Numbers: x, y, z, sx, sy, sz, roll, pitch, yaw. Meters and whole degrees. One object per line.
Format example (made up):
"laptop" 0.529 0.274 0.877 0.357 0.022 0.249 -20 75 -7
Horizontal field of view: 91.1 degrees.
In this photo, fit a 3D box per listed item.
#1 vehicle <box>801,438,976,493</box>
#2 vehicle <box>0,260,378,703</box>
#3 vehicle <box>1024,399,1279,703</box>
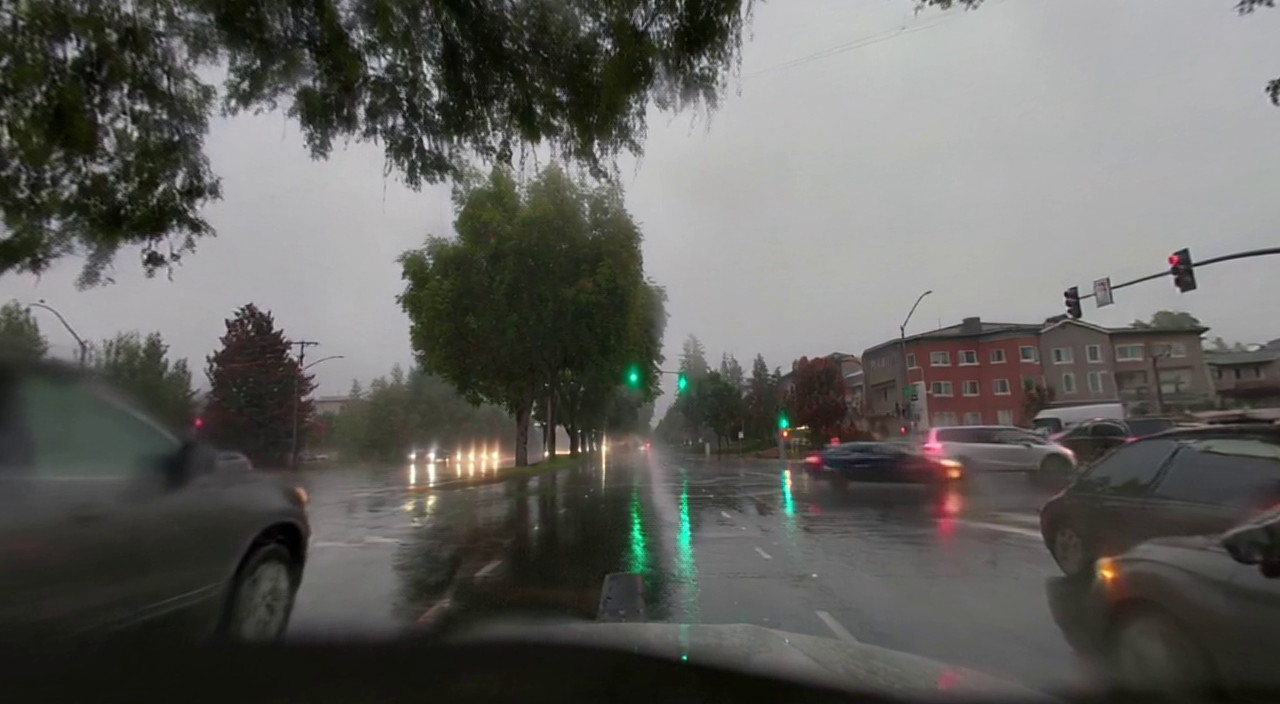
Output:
"vehicle" 6.519 2.970 16.753 4.050 1.304 1.921 -3 -9 21
"vehicle" -3.252 0.714 2.519 2.231 1.898 4.985 0 -8 0
"vehicle" 3.093 0.758 1.165 1.990 1.454 4.490 0 -8 1
